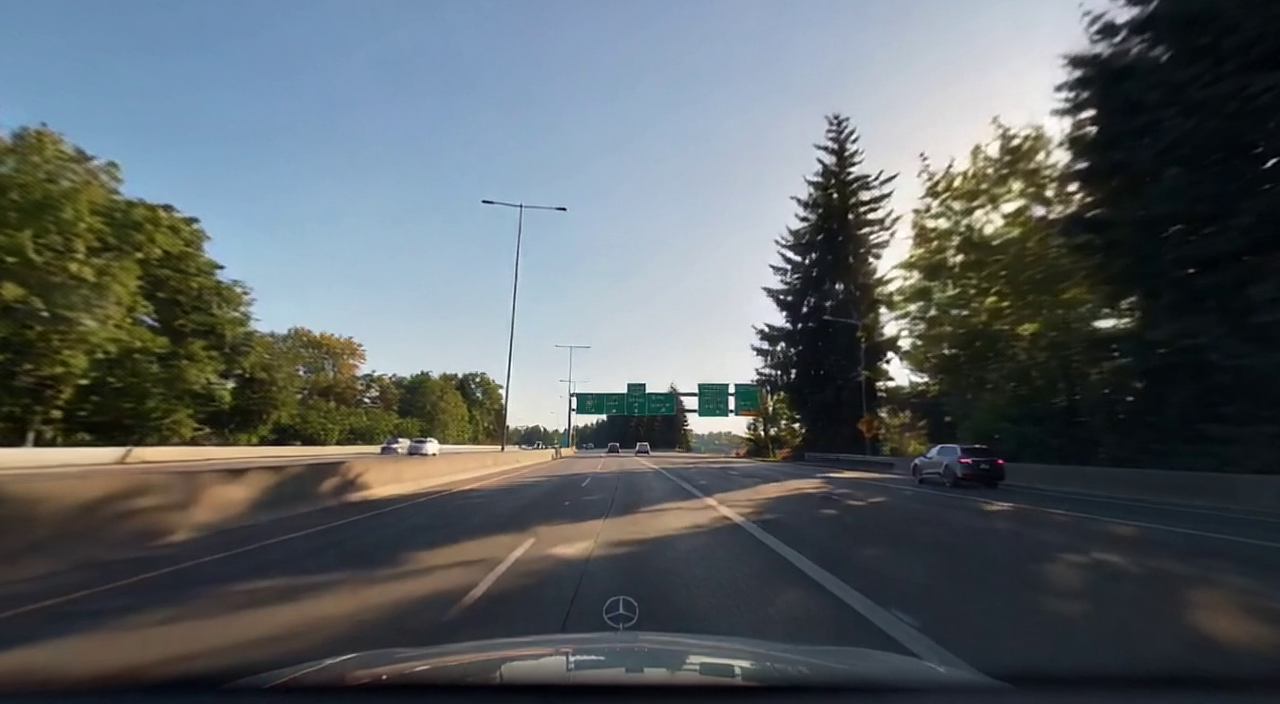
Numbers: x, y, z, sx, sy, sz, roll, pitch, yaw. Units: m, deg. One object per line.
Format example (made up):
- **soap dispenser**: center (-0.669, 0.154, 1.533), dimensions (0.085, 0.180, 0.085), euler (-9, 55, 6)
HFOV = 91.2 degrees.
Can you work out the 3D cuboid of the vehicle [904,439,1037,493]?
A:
- **vehicle**: center (9.833, 3.409, 19.022), dimensions (1.853, 1.463, 3.780), euler (0, -9, -2)
